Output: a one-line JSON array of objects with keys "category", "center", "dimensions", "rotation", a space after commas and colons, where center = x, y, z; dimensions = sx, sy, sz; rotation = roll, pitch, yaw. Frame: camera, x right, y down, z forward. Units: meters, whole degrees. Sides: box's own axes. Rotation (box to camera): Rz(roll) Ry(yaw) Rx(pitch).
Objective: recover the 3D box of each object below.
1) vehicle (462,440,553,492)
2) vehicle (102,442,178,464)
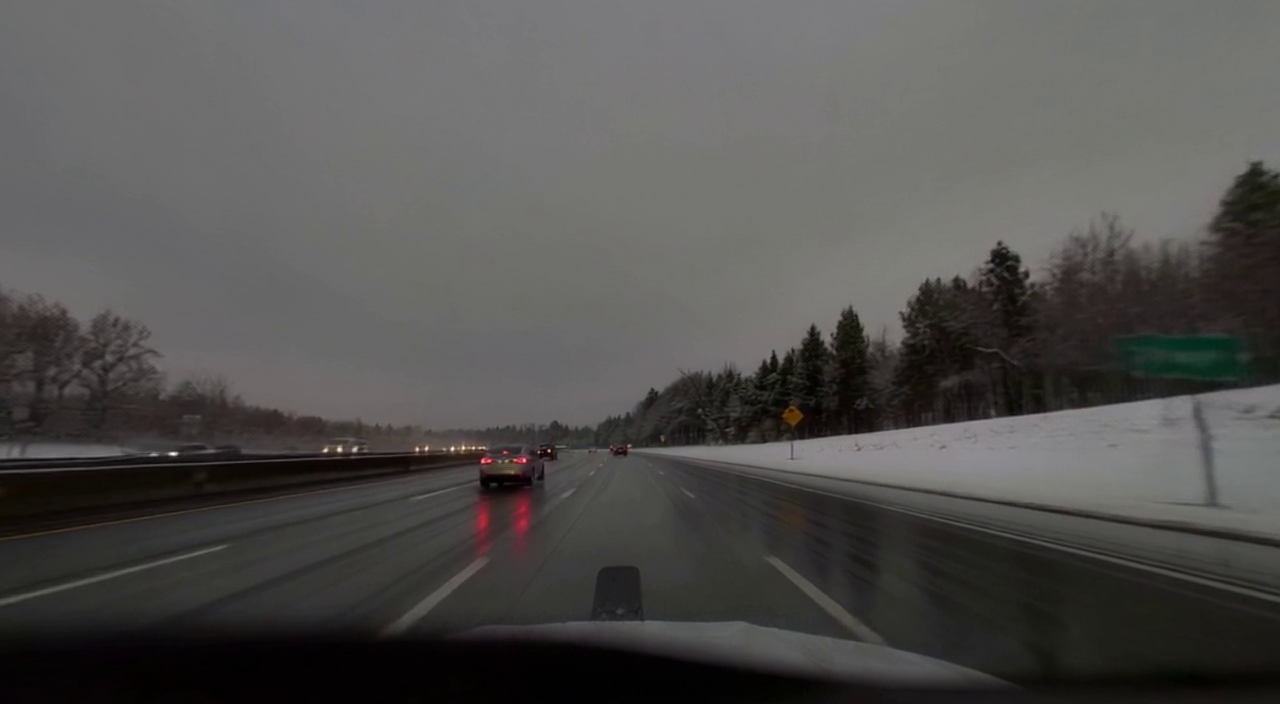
[{"category": "vehicle", "center": [-4.264, 3.741, 21.127], "dimensions": [2.073, 1.516, 4.478], "rotation": [0, -9, 0]}, {"category": "vehicle", "center": [-36.732, 7.420, 46.546], "dimensions": [1.880, 1.484, 4.668], "rotation": [0, -9, -2]}]
